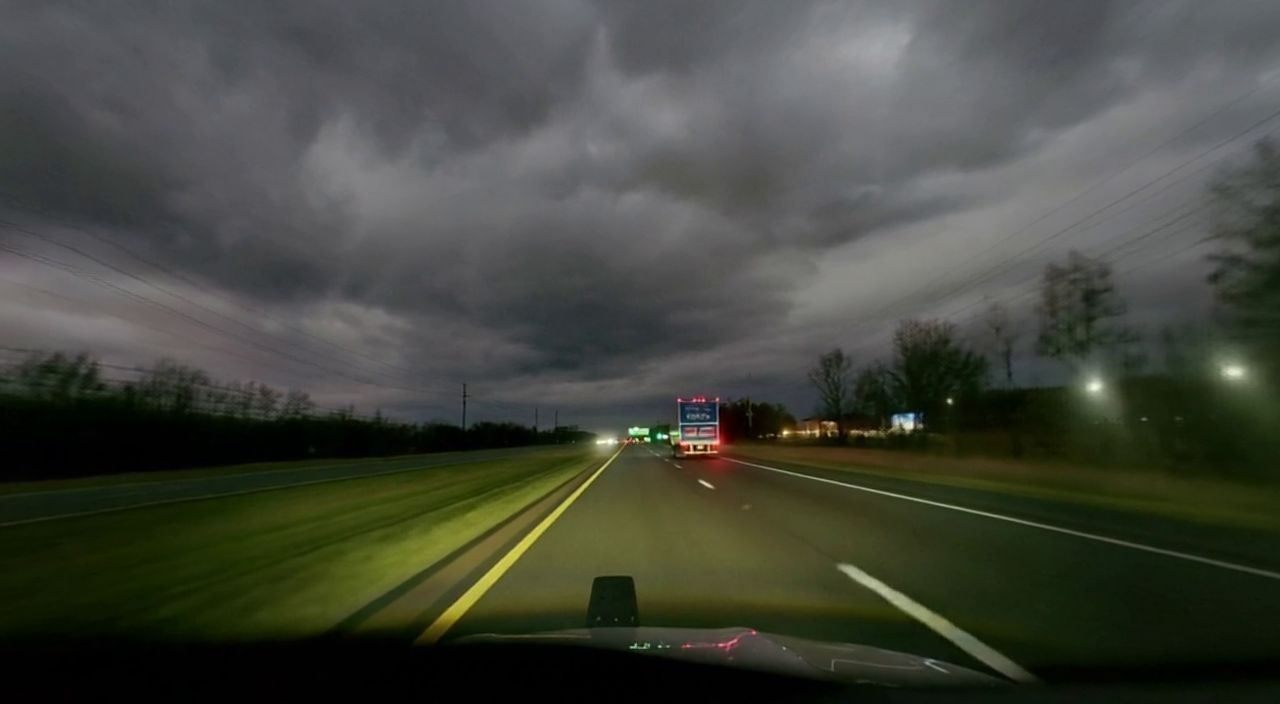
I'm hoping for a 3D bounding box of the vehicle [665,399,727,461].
[{"bbox_3d":[3.506,5.281,41.968,3.037,3.672,9.136,0,-8,-1],"label":"vehicle"}]
